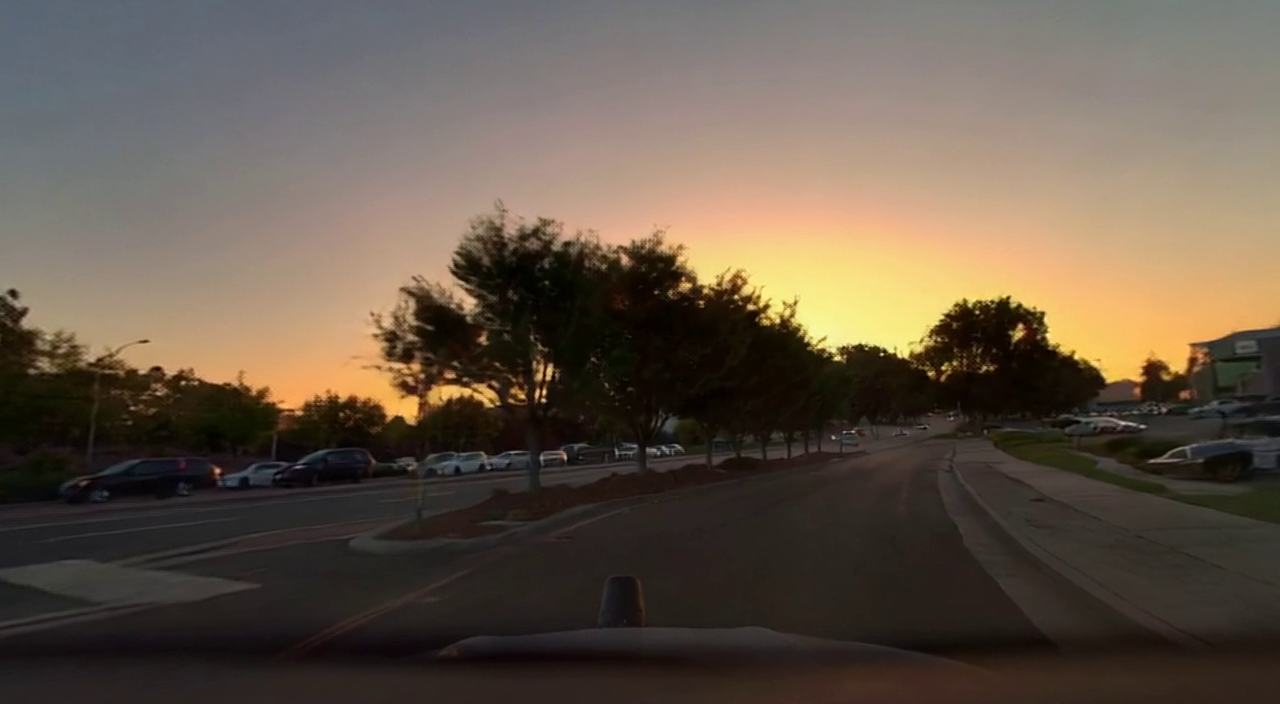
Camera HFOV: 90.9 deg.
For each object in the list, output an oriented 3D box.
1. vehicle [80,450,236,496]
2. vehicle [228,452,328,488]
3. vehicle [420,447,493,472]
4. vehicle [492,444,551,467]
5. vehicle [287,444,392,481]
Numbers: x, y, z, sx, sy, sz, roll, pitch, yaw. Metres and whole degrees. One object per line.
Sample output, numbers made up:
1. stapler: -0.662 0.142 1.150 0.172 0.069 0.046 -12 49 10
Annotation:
1. vehicle: -19.590 4.892 25.866 1.876 1.642 4.600 -4 -9 27
2. vehicle: -21.190 6.851 37.116 2.123 1.897 4.580 -4 -9 26
3. vehicle: -11.622 6.807 40.233 1.832 1.473 4.377 -4 -10 29
4. vehicle: -8.614 7.611 46.198 1.851 1.450 4.396 -11 -13 26
5. vehicle: -15.694 5.740 33.192 1.969 1.758 4.662 -4 -9 27
